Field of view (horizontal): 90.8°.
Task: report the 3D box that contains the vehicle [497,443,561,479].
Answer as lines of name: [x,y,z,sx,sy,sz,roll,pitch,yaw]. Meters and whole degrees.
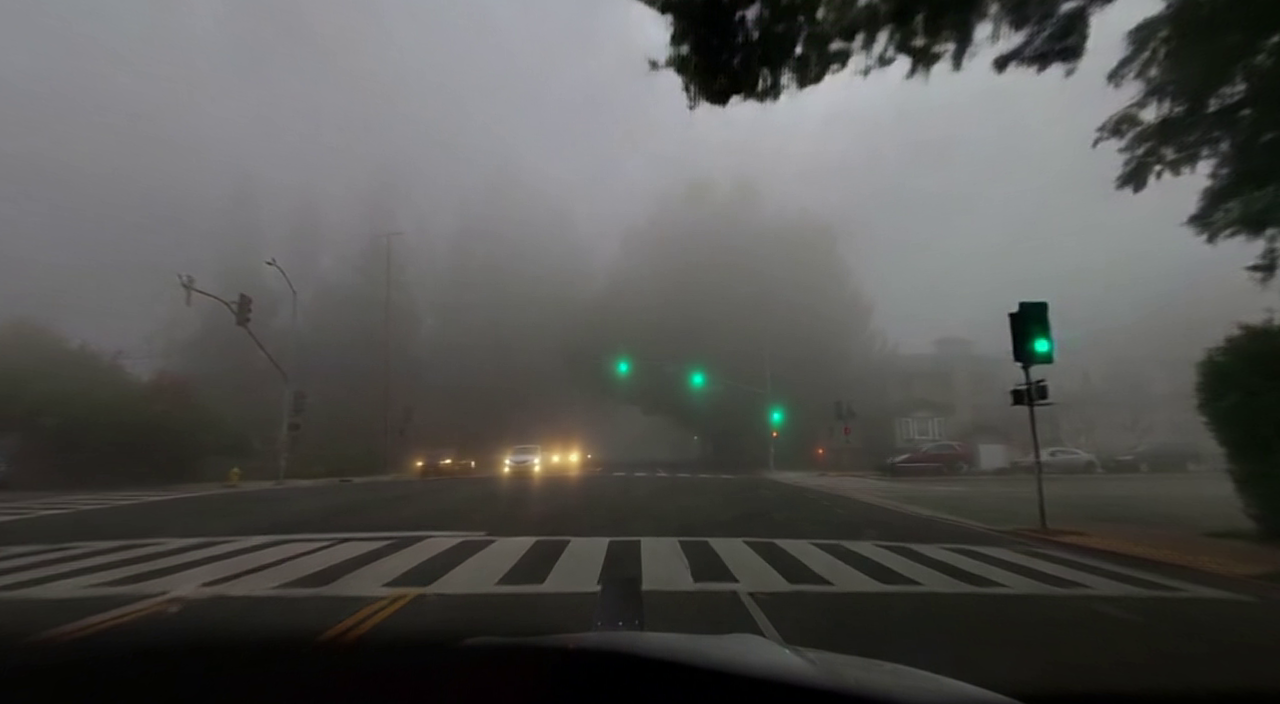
vehicle: [-4.817,4.749,27.926,2.003,1.462,4.220,0,-8,1]

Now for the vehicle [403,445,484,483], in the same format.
vehicle: [-8.379,4.780,27.416,1.985,1.475,4.383,0,-8,2]

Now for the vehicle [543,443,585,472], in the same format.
vehicle: [-4.551,6.366,38.521,1.999,1.652,3.962,0,-8,1]
